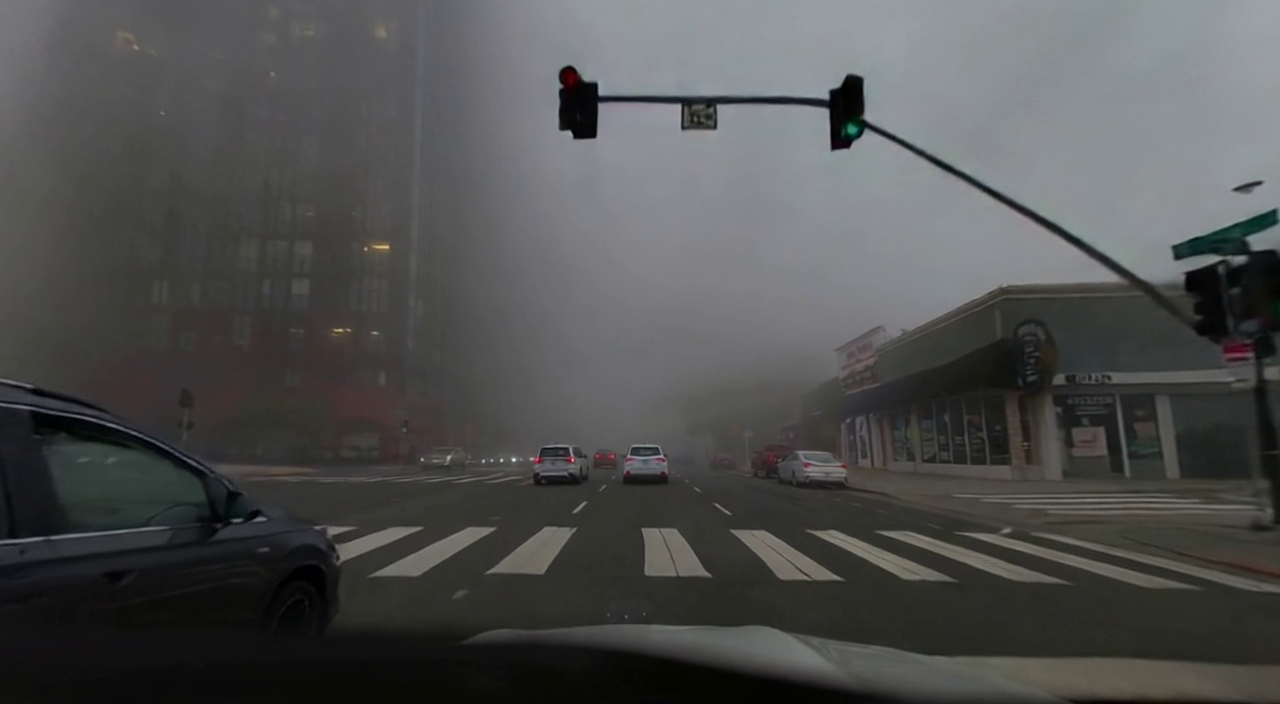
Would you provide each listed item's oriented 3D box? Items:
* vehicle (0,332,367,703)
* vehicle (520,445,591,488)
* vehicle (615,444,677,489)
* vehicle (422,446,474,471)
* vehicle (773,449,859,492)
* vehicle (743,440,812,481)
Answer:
[{"bbox_3d":[-2.933,0.800,2.041,2.049,1.646,4.445,0,-9,1],"label":"vehicle"},{"bbox_3d":[-3.071,4.271,23.878,1.950,1.450,4.257,0,-9,2],"label":"vehicle"},{"bbox_3d":[0.223,4.095,22.949,2.037,1.484,4.073,0,-9,1],"label":"vehicle"},{"bbox_3d":[-13.565,7.543,44.818,2.064,1.643,4.593,0,-9,2],"label":"vehicle"},{"bbox_3d":[6.529,4.410,23.909,1.944,1.462,4.406,0,-9,0],"label":"vehicle"},{"bbox_3d":[6.609,5.280,30.940,2.159,1.817,5.056,0,-9,-1],"label":"vehicle"}]
